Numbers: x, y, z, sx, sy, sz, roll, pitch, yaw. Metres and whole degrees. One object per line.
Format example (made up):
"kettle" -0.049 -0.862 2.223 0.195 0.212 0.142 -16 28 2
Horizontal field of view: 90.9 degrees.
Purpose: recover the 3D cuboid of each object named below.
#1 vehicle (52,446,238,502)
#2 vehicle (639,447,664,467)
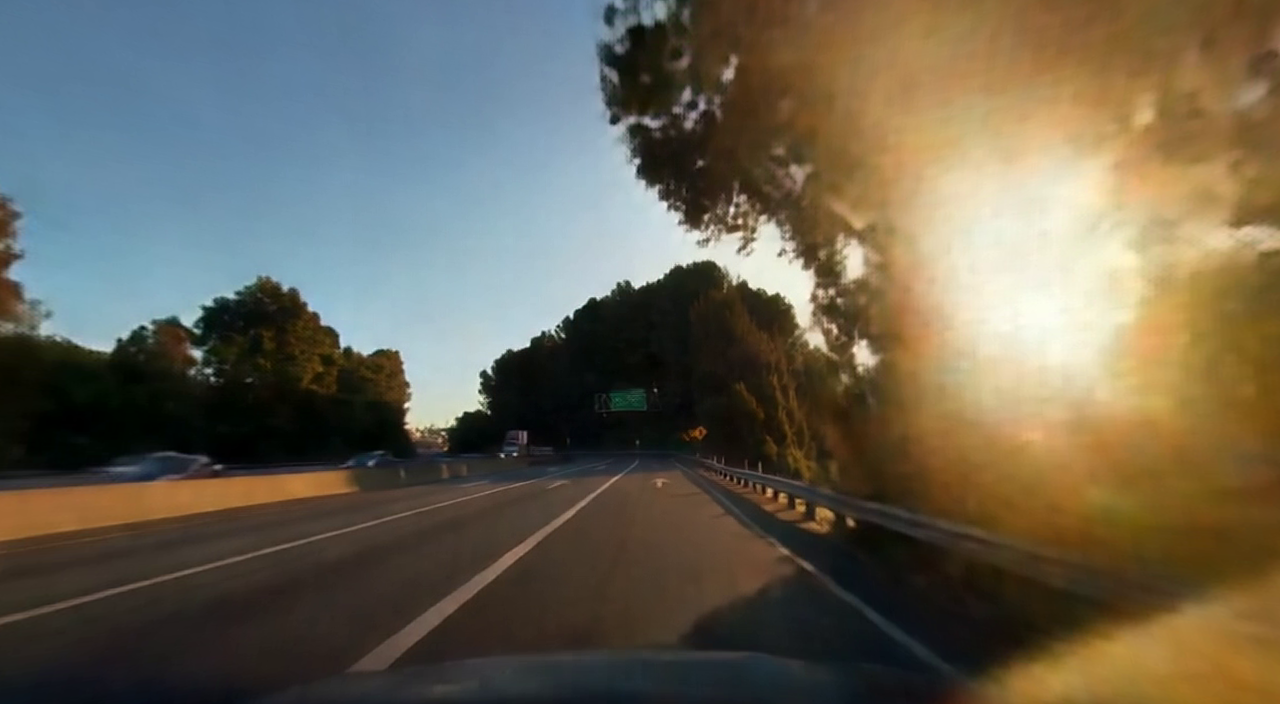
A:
"vehicle" -14.462 3.571 18.815 1.908 1.447 4.337 0 -9 2
"vehicle" 0.865 7.963 47.962 1.807 1.427 3.645 0 -9 1
